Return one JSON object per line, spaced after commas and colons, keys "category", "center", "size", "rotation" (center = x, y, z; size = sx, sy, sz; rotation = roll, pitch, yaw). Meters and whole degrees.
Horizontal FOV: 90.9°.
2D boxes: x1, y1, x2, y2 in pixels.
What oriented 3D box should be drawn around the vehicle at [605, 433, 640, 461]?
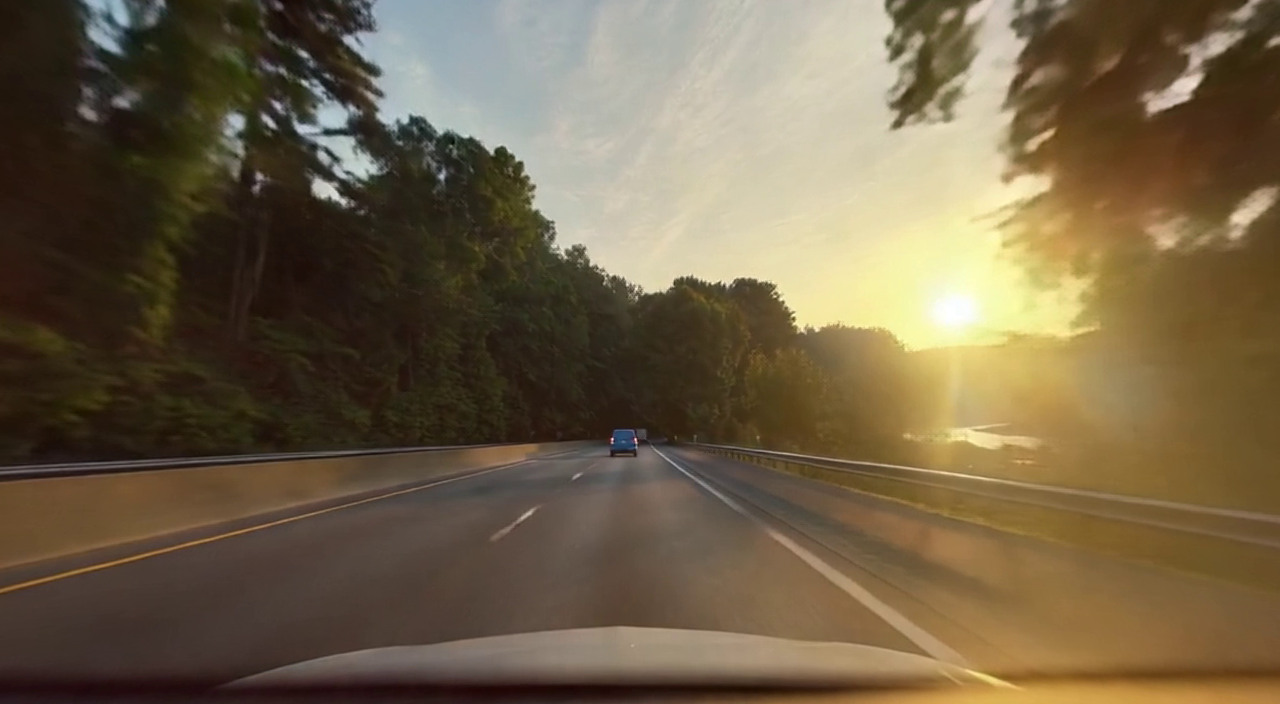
{"category": "vehicle", "center": [-1.040, 6.010, 40.032], "size": [2.094, 1.653, 4.283], "rotation": [0, -8, 0]}
